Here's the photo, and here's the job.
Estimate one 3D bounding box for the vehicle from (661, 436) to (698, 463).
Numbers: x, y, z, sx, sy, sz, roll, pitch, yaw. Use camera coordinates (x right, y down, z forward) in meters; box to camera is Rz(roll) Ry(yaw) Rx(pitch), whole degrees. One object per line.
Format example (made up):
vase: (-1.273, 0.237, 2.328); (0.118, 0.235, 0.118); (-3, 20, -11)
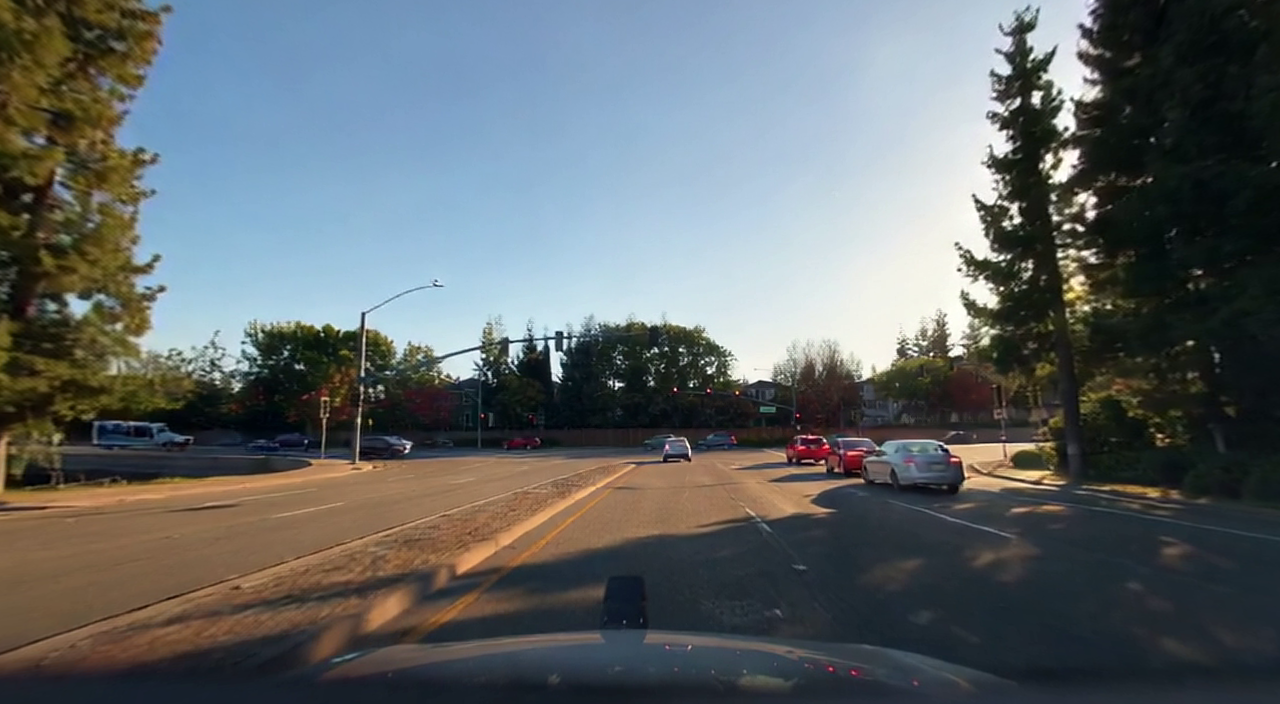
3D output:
vehicle: (2.267, 5.689, 36.930); (2.041, 1.485, 3.813); (-1, -8, 3)

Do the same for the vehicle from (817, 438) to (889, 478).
vehicle: (8.446, 4.213, 25.387); (1.726, 1.467, 3.793); (-1, -8, 3)

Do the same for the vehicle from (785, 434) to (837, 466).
vehicle: (9.177, 5.282, 34.127); (1.901, 1.577, 4.348); (-1, -8, 4)

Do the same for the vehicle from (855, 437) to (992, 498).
vehicle: (7.849, 3.204, 18.048); (1.947, 1.478, 4.731); (-1, -8, 3)
